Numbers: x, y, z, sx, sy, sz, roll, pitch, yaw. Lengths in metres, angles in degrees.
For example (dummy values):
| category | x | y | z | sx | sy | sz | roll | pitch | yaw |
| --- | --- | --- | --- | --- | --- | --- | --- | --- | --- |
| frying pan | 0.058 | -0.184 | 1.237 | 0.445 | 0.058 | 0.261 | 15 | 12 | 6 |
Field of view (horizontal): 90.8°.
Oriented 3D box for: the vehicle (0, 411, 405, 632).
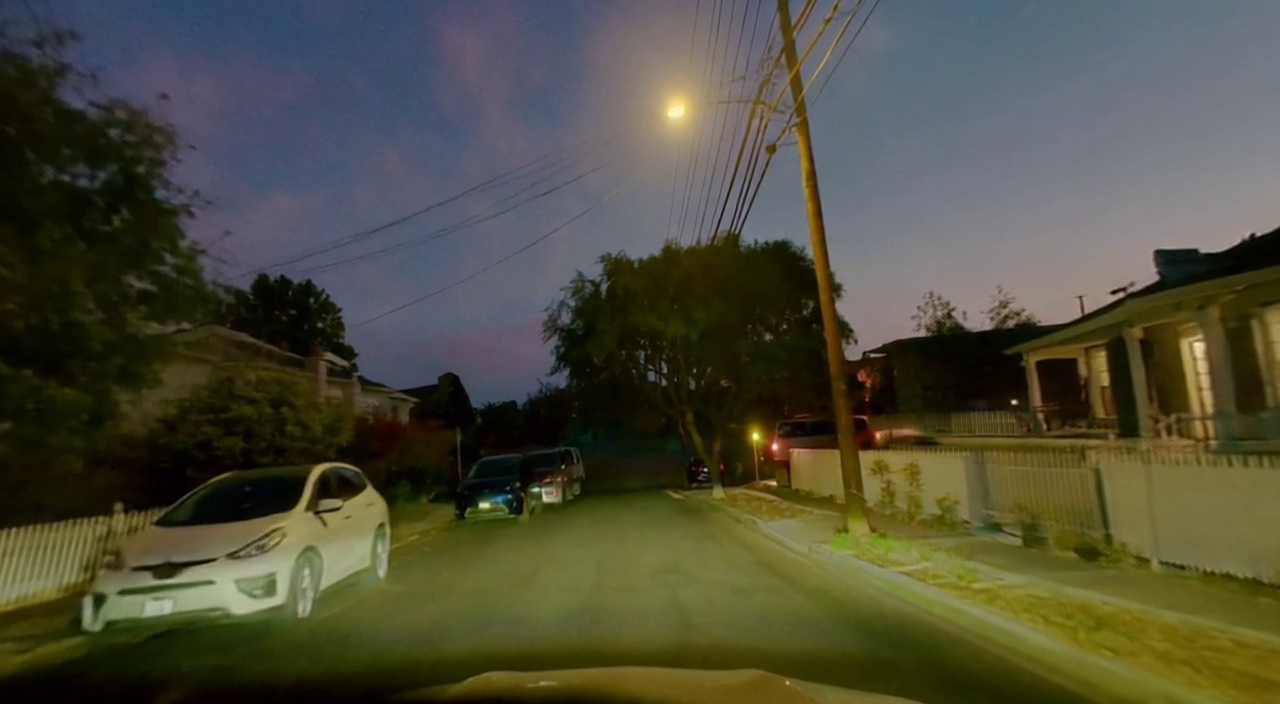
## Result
| category | x | y | z | sx | sy | sz | roll | pitch | yaw |
| --- | --- | --- | --- | --- | --- | --- | --- | --- | --- |
| vehicle | -4.995 | 1.518 | 5.972 | 4.537 | 1.595 | 2.471 | 1 | -13 | -2 |

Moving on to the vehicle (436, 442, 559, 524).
| category | x | y | z | sx | sy | sz | roll | pitch | yaw |
| --- | --- | --- | --- | --- | --- | --- | --- | --- | --- |
| vehicle | -3.113 | 2.937 | 14.889 | 2.081 | 1.589 | 4.691 | 0 | -8 | -3 |

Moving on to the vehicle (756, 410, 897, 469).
| category | x | y | z | sx | sy | sz | roll | pitch | yaw |
| --- | --- | --- | --- | --- | --- | --- | --- | --- | --- |
| vehicle | 6.374 | 3.022 | 21.951 | 4.249 | 1.905 | 1.904 | 0 | -8 | -3 |

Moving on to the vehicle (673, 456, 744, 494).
| category | x | y | z | sx | sy | sz | roll | pitch | yaw |
| --- | --- | --- | --- | --- | --- | --- | --- | --- | --- |
| vehicle | 3.122 | 5.586 | 29.008 | 3.005 | 1.535 | 4.025 | -1 | -8 | 6 |
